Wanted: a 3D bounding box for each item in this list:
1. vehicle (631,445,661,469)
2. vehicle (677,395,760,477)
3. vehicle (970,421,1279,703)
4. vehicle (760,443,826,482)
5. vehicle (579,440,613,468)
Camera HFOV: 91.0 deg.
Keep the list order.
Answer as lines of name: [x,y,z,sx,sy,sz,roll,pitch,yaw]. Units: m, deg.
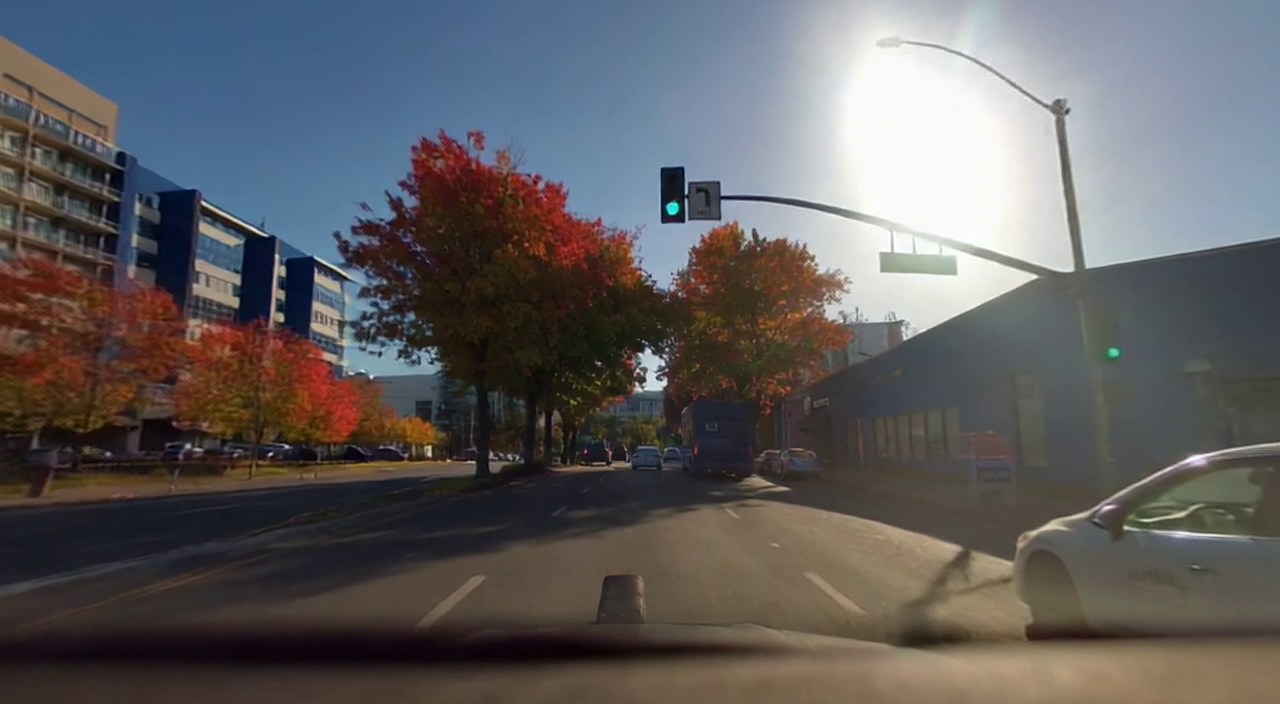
vehicle: [0.395,6.856,41.358,1.846,1.528,4.348,0,-8,0]
vehicle: [3.857,4.576,33.888,3.003,3.680,10.684,0,-8,0]
vehicle: [3.799,1.047,2.841,1.915,1.449,4.970,0,-8,0]
vehicle: [6.963,5.179,29.155,1.889,1.417,4.759,-2,-13,1]
vehicle: [-3.105,7.278,45.232,2.035,1.867,4.607,0,-8,1]
